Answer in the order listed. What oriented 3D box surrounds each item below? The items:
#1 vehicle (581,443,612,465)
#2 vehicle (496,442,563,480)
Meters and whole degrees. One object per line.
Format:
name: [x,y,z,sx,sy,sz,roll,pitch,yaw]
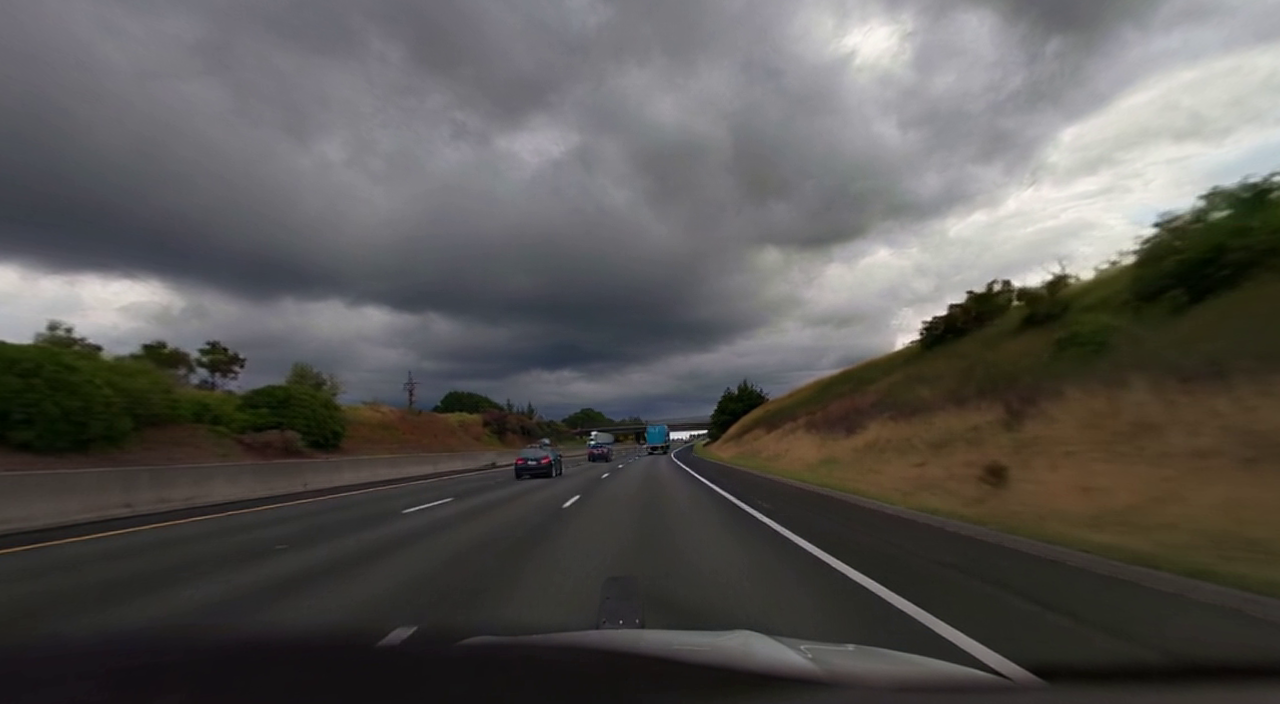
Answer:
vehicle: [-3.114,7.399,45.865,1.943,1.460,3.961,0,-9,1]
vehicle: [-4.571,4.605,26.850,2.078,1.469,4.371,0,-9,0]
